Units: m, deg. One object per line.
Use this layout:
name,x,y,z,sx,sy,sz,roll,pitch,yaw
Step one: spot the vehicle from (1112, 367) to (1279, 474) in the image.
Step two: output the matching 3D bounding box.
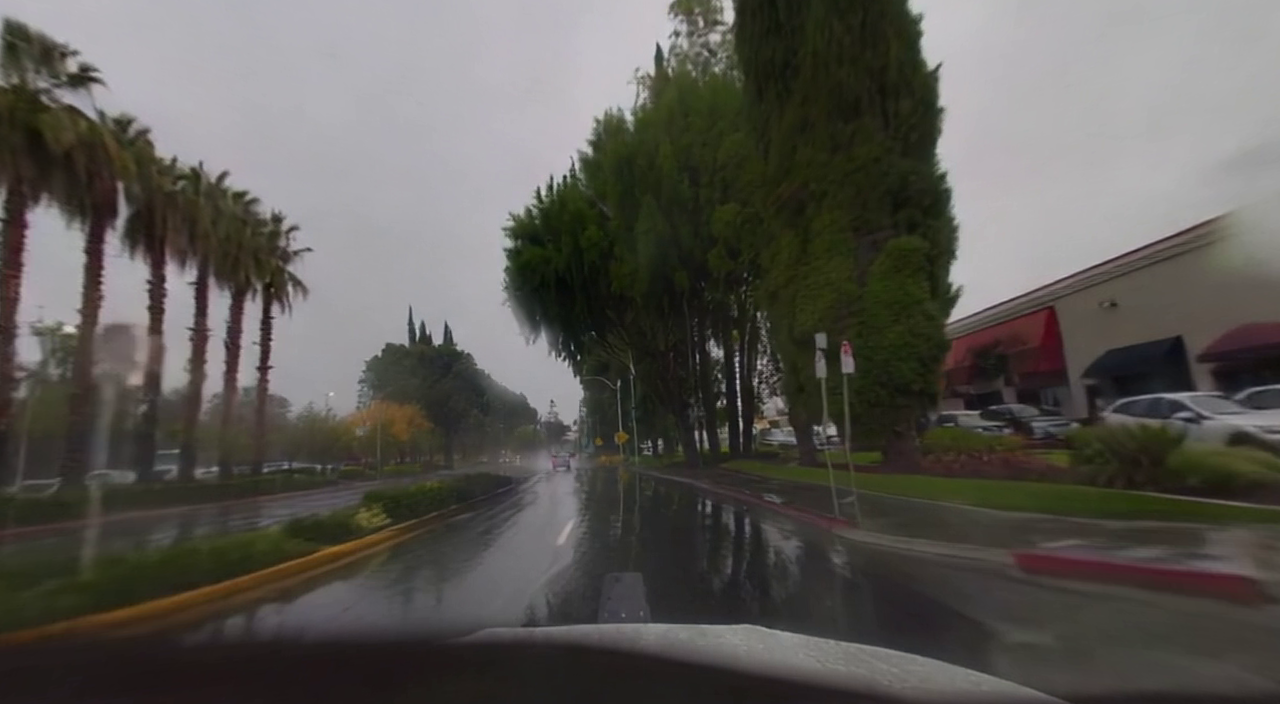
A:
vehicle,11.834,1.415,12.206,2.196,1.715,4.918,-2,-9,11

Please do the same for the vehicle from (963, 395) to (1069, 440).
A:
vehicle,18.767,3.397,31.674,1.992,1.767,4.848,-7,-9,-4

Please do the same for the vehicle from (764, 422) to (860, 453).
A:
vehicle,9.528,4.786,35.124,4.671,1.630,2.200,0,-9,-1

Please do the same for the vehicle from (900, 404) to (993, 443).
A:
vehicle,18.638,4.399,38.383,2.002,1.686,4.537,-1,-11,-31
